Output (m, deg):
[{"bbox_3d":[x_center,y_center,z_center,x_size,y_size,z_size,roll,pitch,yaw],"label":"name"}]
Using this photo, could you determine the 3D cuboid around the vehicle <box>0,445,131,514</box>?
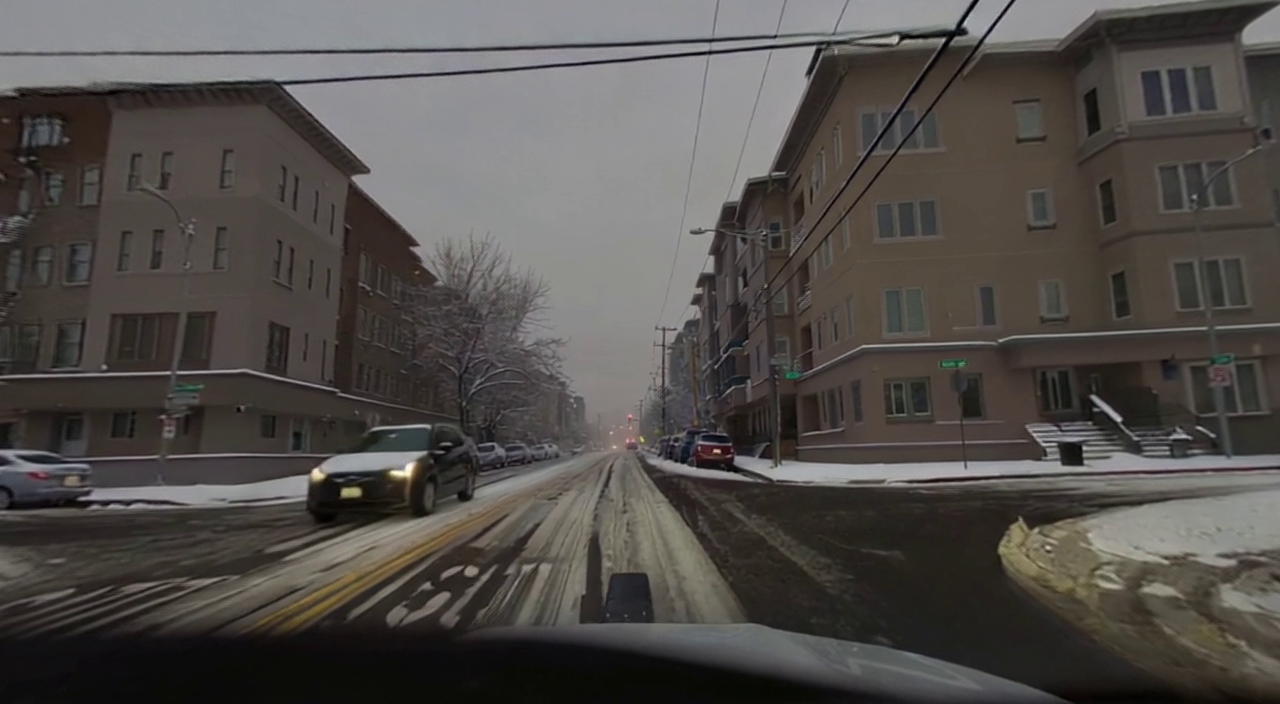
[{"bbox_3d":[-17.637,3.476,17.400,5.354,1.773,1.991,0,-9,-1],"label":"vehicle"}]

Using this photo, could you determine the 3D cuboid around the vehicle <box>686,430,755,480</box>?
[{"bbox_3d":[3.195,4.219,25.962,2.164,1.721,4.416,-4,-9,0],"label":"vehicle"}]

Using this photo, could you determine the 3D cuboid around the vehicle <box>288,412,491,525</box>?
[{"bbox_3d":[-4.609,2.241,12.616,2.201,1.801,4.750,0,-9,-2],"label":"vehicle"}]
